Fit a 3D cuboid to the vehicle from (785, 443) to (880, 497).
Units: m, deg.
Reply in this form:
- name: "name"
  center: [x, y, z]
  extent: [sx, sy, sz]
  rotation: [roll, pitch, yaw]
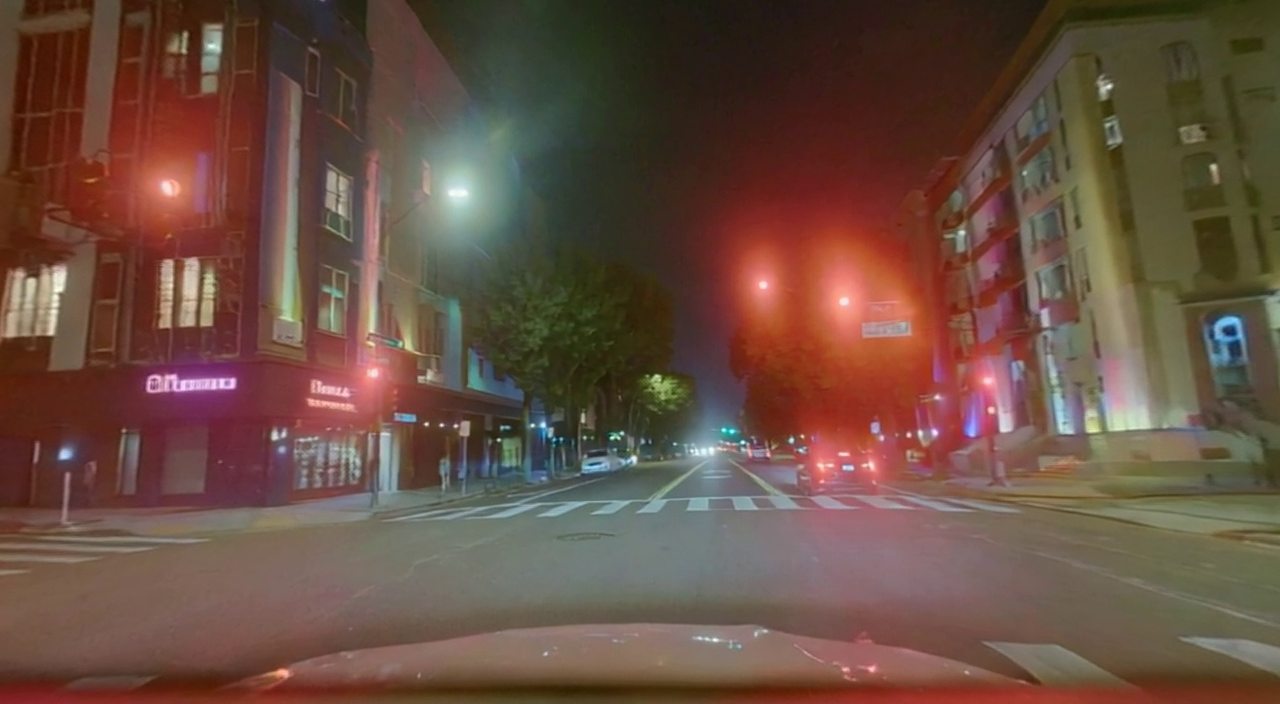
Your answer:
- name: "vehicle"
  center: [5.788, 3.570, 19.500]
  extent: [2.014, 1.474, 4.090]
  rotation: [-1, -8, 6]

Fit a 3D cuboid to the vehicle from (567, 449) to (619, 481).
- name: "vehicle"
  center: [-2.505, 6.176, 34.883]
  extent: [2.127, 1.533, 4.547]
  rotation: [-1, -8, 5]
